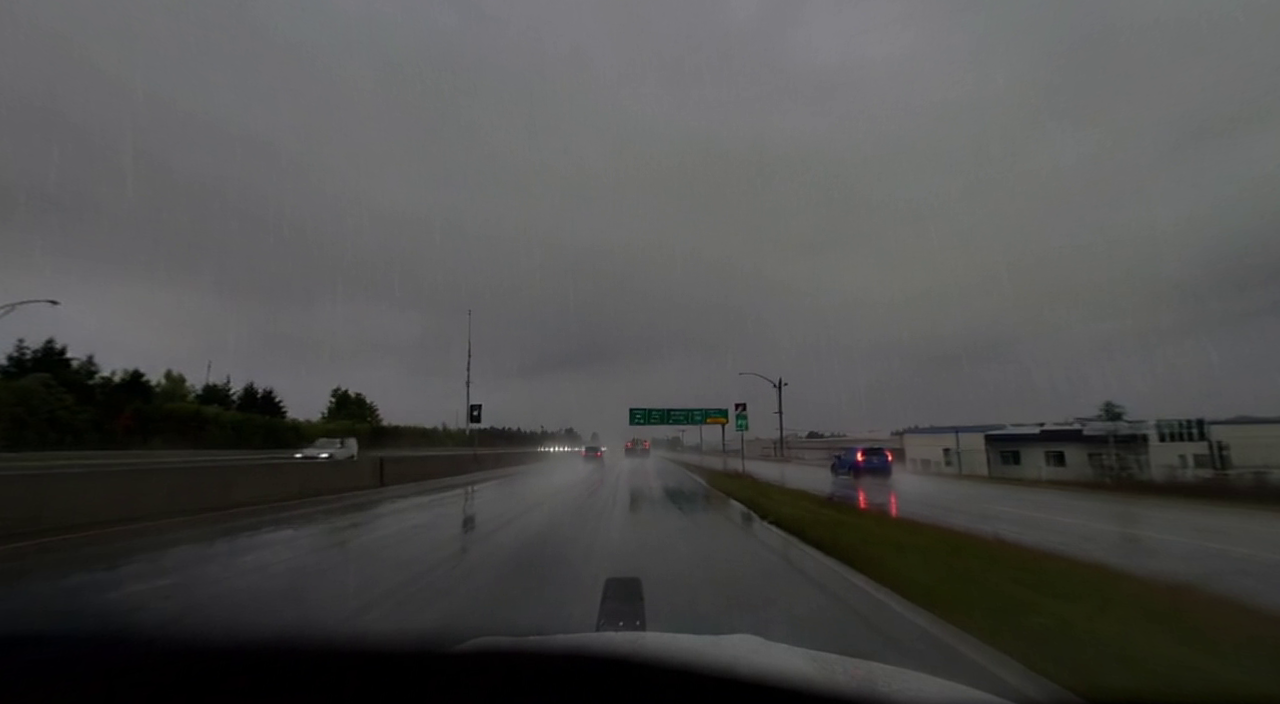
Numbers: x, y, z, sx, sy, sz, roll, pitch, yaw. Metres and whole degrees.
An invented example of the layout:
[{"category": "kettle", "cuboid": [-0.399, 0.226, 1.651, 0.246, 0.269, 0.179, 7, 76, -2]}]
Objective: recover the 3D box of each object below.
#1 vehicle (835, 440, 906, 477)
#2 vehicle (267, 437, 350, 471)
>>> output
[{"category": "vehicle", "cuboid": [15.328, 7.106, 42.320, 2.411, 2.326, 5.300, 0, -9, -4]}, {"category": "vehicle", "cuboid": [-19.278, 5.951, 37.024, 2.107, 1.810, 5.134, 0, -9, 0]}]
